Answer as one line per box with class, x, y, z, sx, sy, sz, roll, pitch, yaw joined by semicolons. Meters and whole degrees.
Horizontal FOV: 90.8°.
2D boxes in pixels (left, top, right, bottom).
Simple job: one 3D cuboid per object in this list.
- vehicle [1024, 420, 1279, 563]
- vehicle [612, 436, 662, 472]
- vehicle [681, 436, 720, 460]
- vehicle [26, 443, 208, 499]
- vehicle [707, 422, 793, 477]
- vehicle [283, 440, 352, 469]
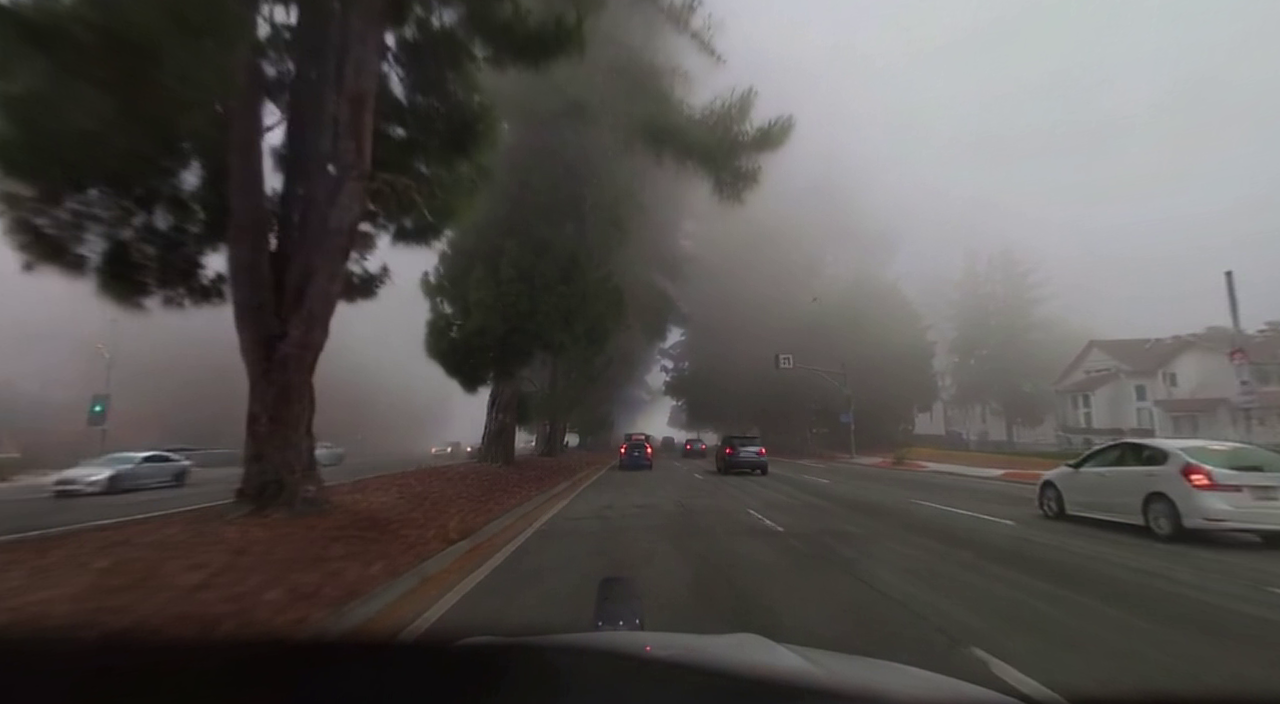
vehicle;7.638;1.786;8.808;1.949;1.492;4.103;0;-8;-1
vehicle;-0.123;4.373;27.347;1.988;1.418;4.214;0;-8;-1
vehicle;3.856;6.233;41.036;2.064;1.474;4.389;0;-8;-1
vehicle;-15.613;3.531;19.241;1.825;1.467;4.364;0;-8;-1
vehicle;3.924;3.613;23.447;2.209;1.813;4.724;0;-8;-2
vehicle;-19.802;6.300;39.001;1.923;1.703;4.469;0;-8;0
